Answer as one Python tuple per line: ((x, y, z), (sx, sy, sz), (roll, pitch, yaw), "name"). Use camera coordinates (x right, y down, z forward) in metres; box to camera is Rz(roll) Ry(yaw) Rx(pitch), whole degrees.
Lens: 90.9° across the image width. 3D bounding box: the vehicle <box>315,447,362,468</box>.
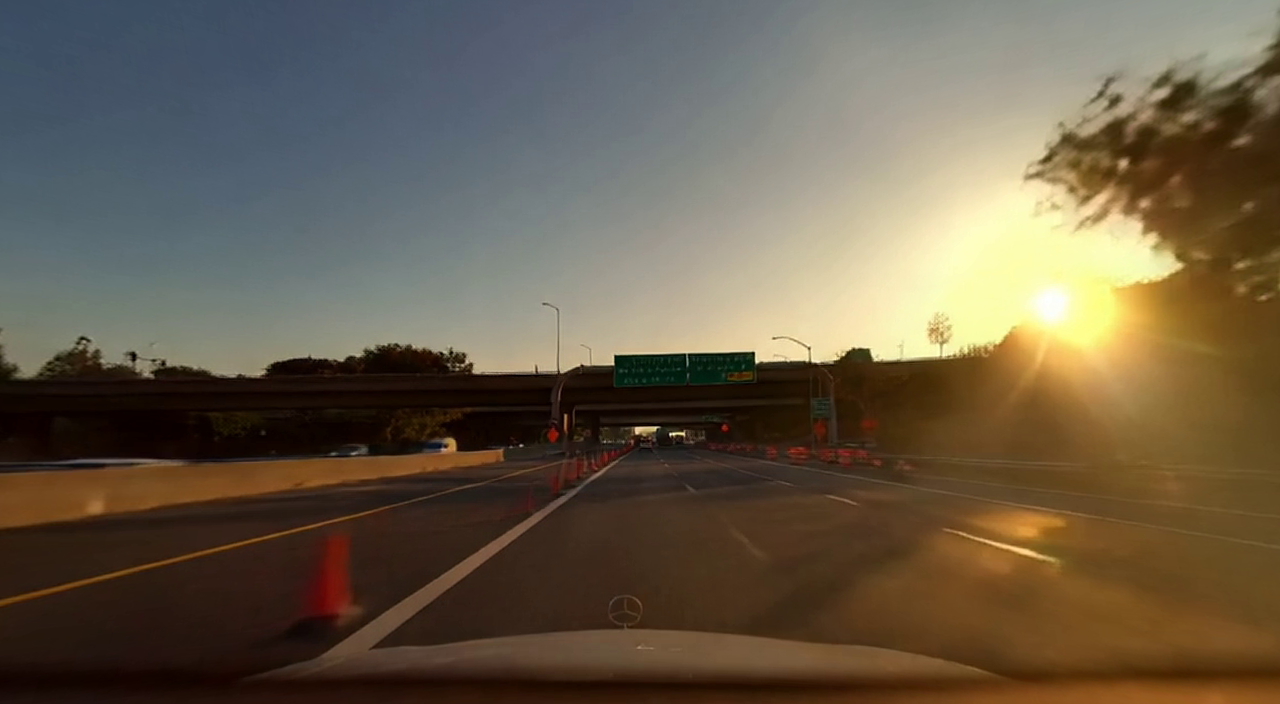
((-19.908, 6.958, 41.735), (1.482, 1.344, 3.313), (0, -8, -1), "vehicle")
